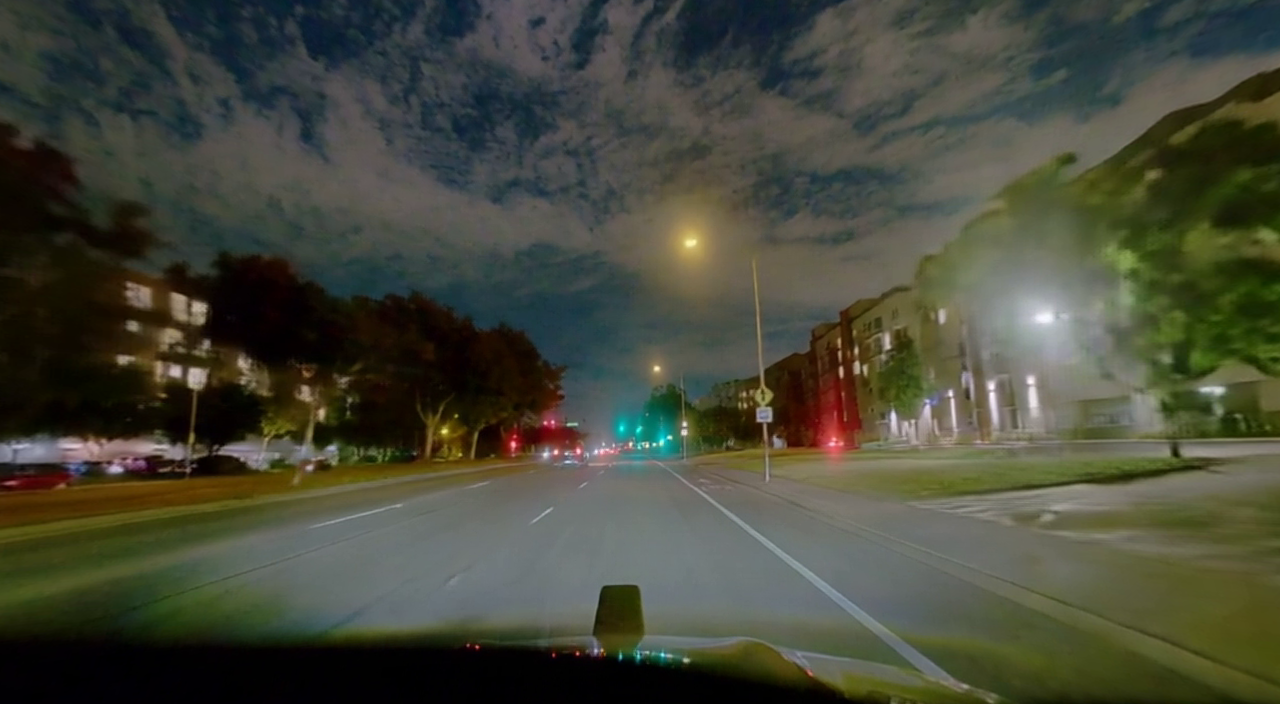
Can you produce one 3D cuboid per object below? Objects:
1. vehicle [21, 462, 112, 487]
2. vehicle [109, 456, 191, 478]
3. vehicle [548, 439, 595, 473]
[{"bbox_3d":[-36.880,7.863,40.682,3.950,1.513,1.797,0,-9,-5],"label":"vehicle"},{"bbox_3d":[-37.089,8.698,47.878,4.463,1.545,2.076,-1,-9,2],"label":"vehicle"},{"bbox_3d":[-3.621,5.585,34.130,1.959,1.741,4.141,0,-8,1],"label":"vehicle"}]
